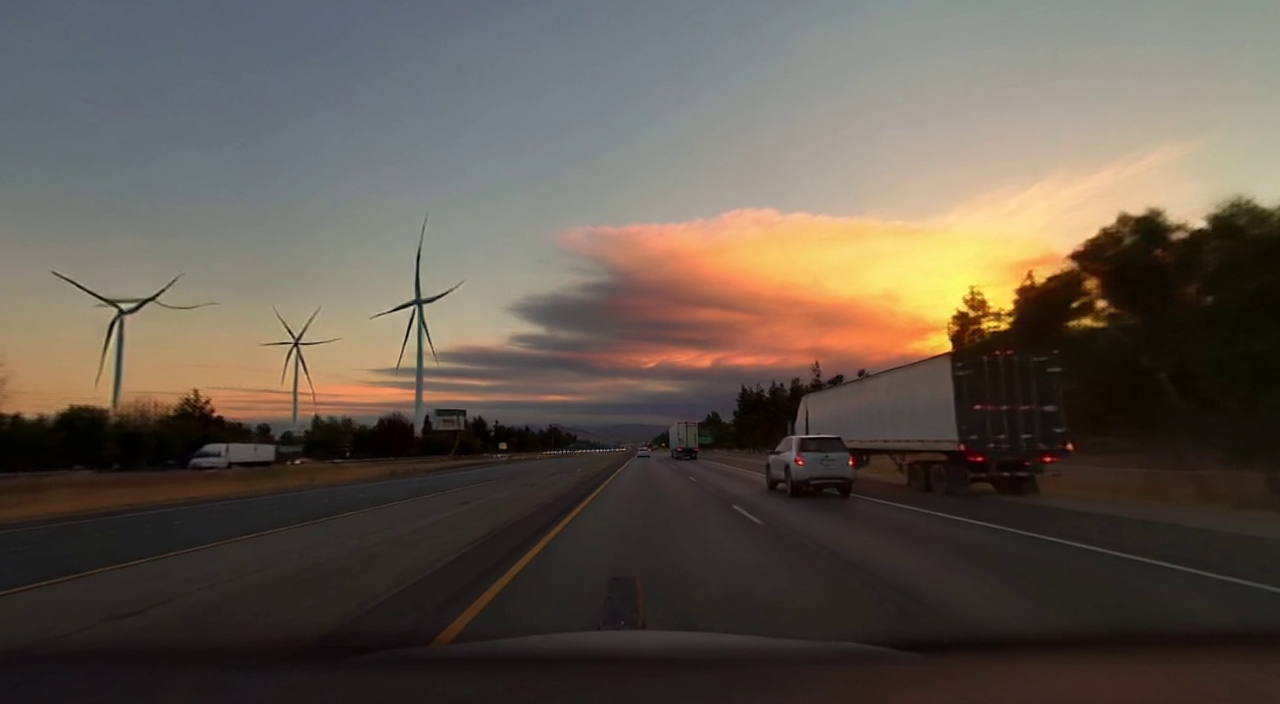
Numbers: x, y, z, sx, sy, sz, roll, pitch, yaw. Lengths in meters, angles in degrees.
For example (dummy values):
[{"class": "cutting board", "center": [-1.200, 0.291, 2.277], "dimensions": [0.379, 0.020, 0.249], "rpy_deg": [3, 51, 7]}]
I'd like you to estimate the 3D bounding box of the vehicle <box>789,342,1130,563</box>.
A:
[{"class": "vehicle", "center": [4.481, 1.608, 10.352], "dimensions": [2.609, 2.648, 5.397], "rpy_deg": [0, -9, -1]}]
